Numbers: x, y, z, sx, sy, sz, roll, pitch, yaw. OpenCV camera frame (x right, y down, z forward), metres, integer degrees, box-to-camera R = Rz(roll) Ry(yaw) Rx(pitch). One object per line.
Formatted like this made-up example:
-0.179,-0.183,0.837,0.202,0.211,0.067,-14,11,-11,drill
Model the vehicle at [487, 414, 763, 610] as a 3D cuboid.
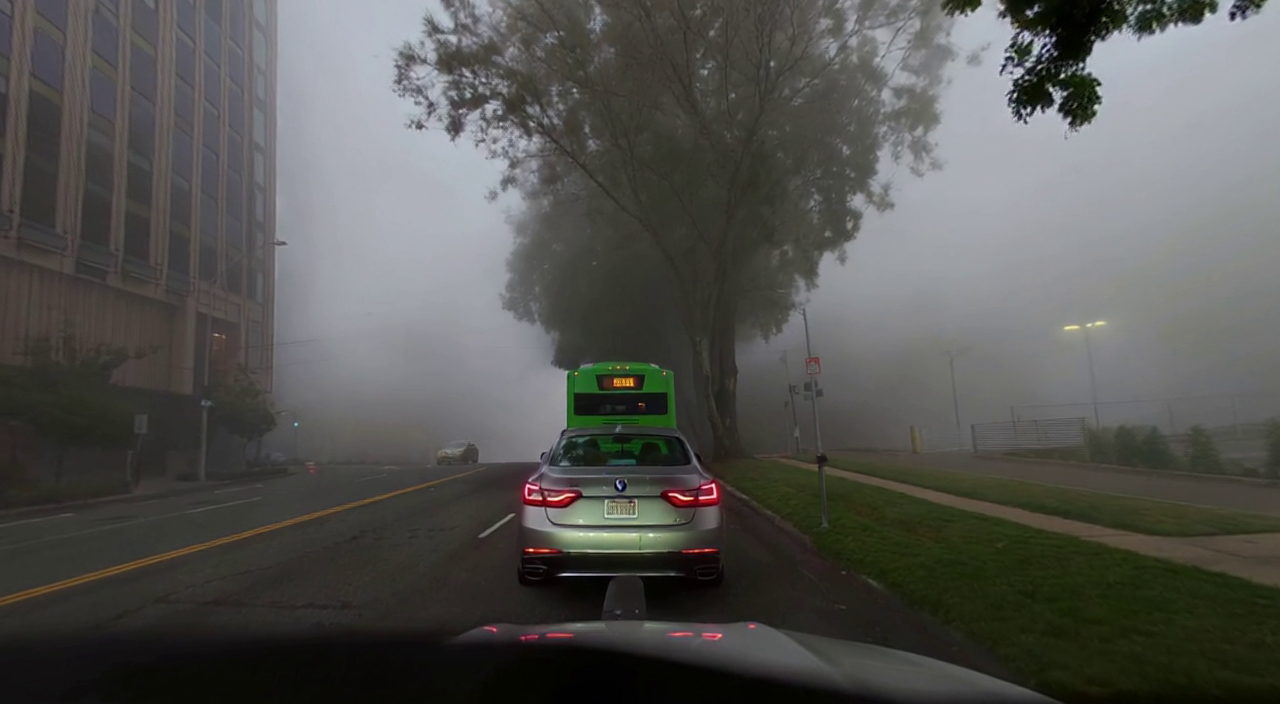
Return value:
-0.154,1.461,6.743,2.064,1.452,3.942,0,-8,-1,vehicle
